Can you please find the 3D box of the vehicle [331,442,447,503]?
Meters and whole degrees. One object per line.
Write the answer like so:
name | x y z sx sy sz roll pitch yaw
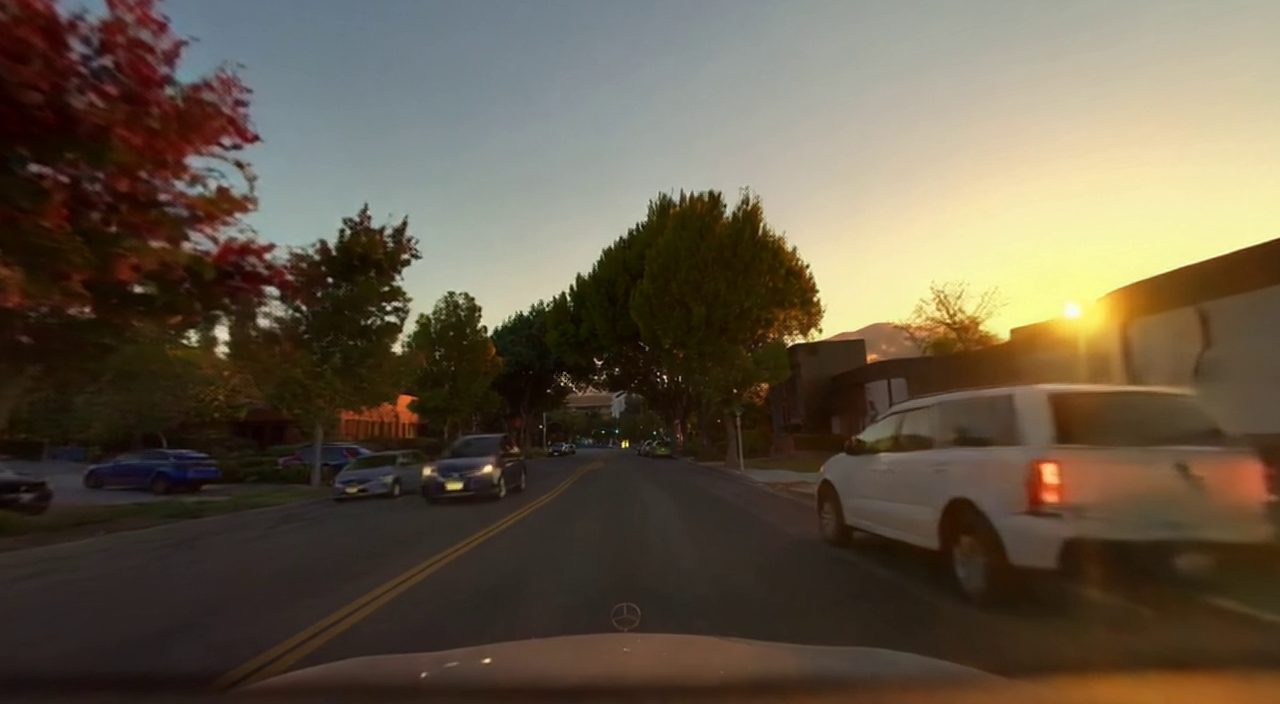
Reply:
vehicle | -7.548 3.634 19.534 1.928 1.537 4.439 -3 -8 -2

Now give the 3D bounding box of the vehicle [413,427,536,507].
vehicle | -4.161 2.961 16.682 2.088 1.772 4.375 0 -9 -1

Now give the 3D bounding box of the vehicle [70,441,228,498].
vehicle | -15.981 3.779 20.561 4.696 1.681 1.905 -4 -9 23

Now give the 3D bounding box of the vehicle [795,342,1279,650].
vehicle | 3.587 1.303 6.763 2.393 2.012 5.060 0 -9 -2
